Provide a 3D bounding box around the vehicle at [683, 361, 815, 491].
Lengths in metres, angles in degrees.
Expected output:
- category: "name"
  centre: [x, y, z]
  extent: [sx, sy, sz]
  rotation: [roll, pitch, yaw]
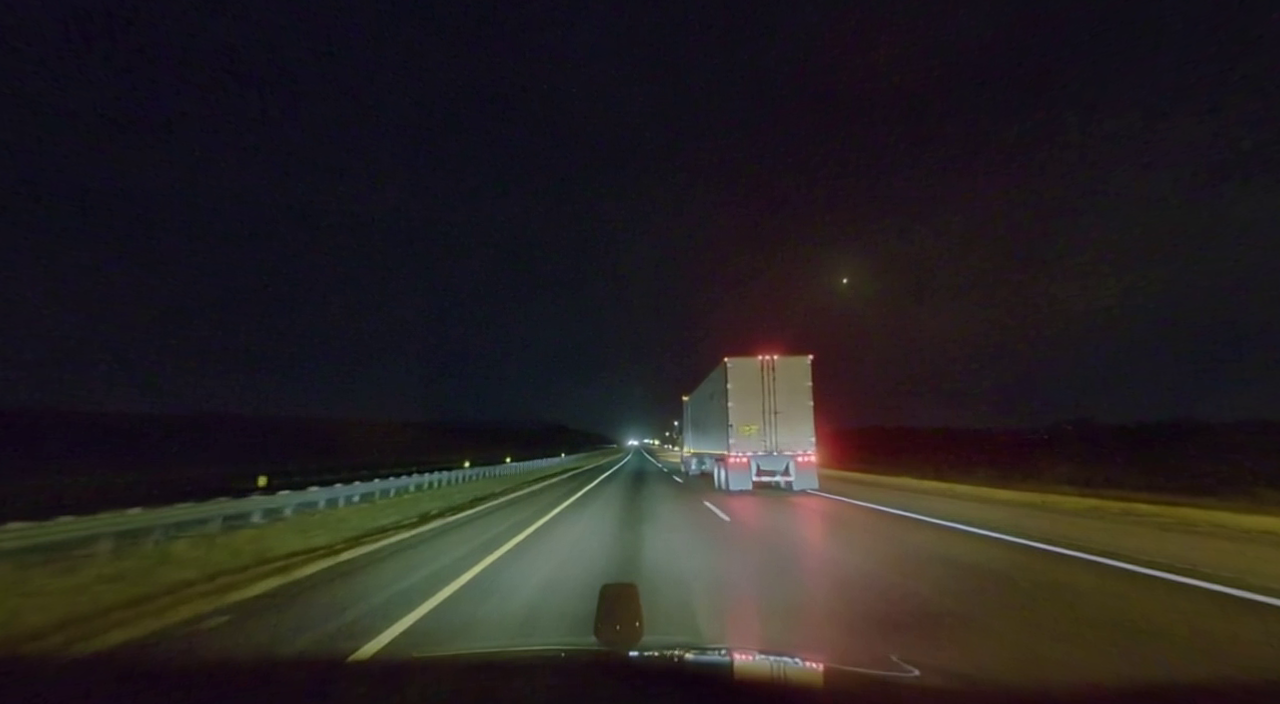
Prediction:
- category: "vehicle"
  centre: [3.896, 3.356, 26.592]
  extent: [2.938, 4.076, 13.362]
  rotation: [0, -9, -1]
